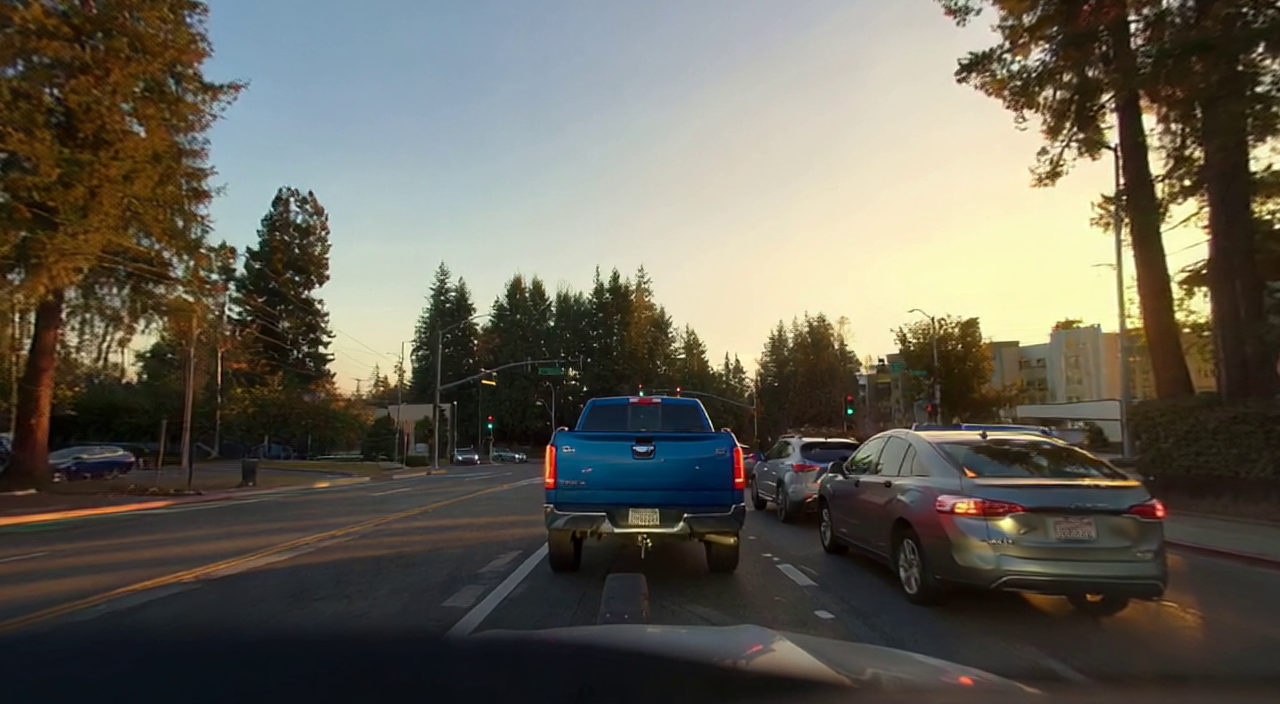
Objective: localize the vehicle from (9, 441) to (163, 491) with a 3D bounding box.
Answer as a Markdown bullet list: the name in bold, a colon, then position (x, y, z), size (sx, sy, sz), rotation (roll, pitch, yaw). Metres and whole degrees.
- **vehicle**: position (-21.758, 4.463, 25.066), size (2.062, 1.764, 4.508), rotation (0, -8, -2)

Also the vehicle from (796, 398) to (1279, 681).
- **vehicle**: position (3.326, 1.492, 6.387), size (2.155, 1.667, 5.162), rotation (0, -8, 0)

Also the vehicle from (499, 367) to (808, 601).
- **vehicle**: position (0.127, 1.529, 8.206), size (2.636, 2.011, 5.425), rotation (0, -8, 0)
